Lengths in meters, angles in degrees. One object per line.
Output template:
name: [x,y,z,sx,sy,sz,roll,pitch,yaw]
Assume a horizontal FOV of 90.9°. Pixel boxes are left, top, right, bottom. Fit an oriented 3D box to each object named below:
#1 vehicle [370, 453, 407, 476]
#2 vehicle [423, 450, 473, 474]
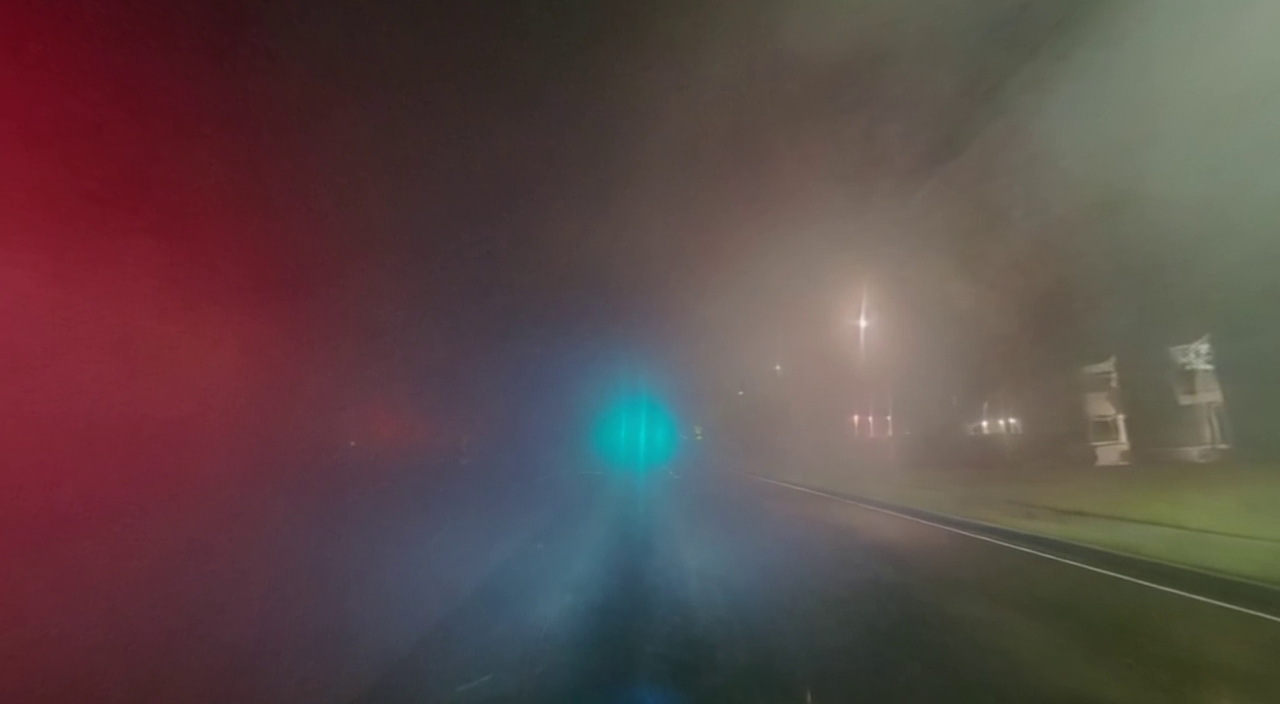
vehicle: [-19.039,8.513,47.834,2.012,1.572,3.830,1,-8,-13]
vehicle: [-14.012,8.059,46.293,2.199,1.592,4.492,-1,-8,1]
